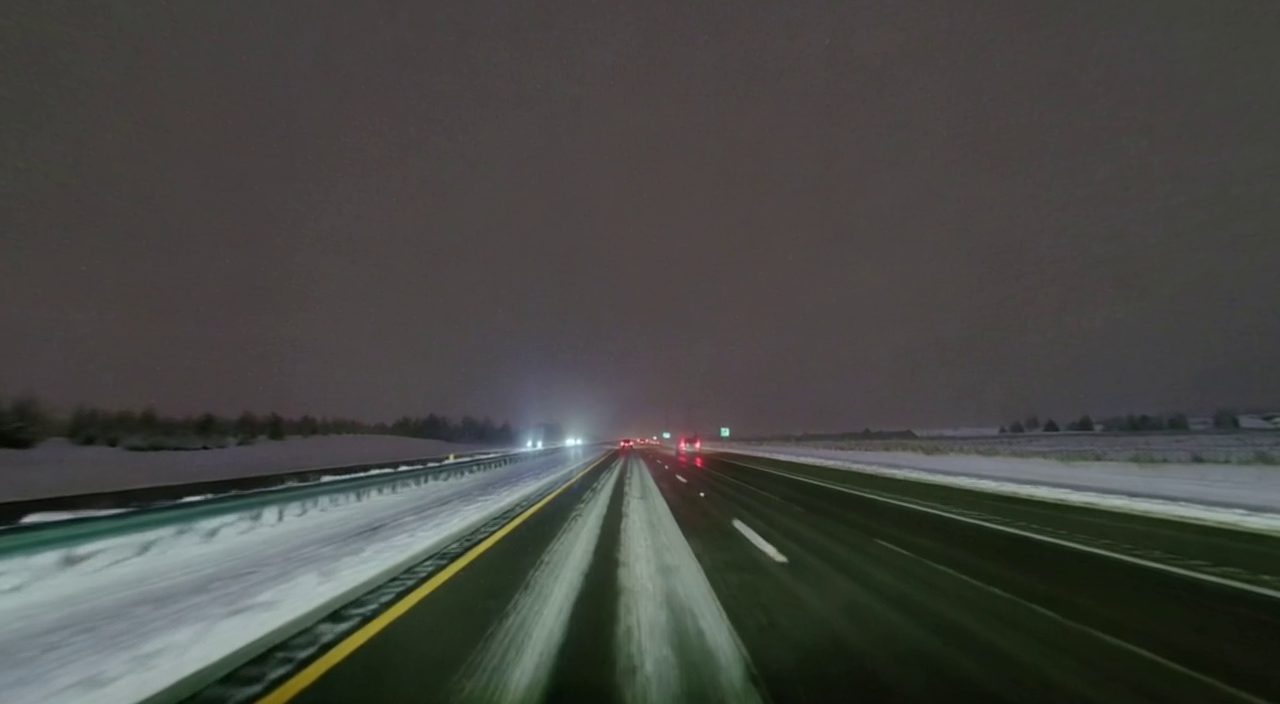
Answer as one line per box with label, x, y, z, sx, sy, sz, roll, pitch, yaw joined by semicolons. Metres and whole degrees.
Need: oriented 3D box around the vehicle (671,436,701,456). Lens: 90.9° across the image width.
vehicle;3.594;7.421;49.878;1.995;1.490;3.857;0;-8;-1
